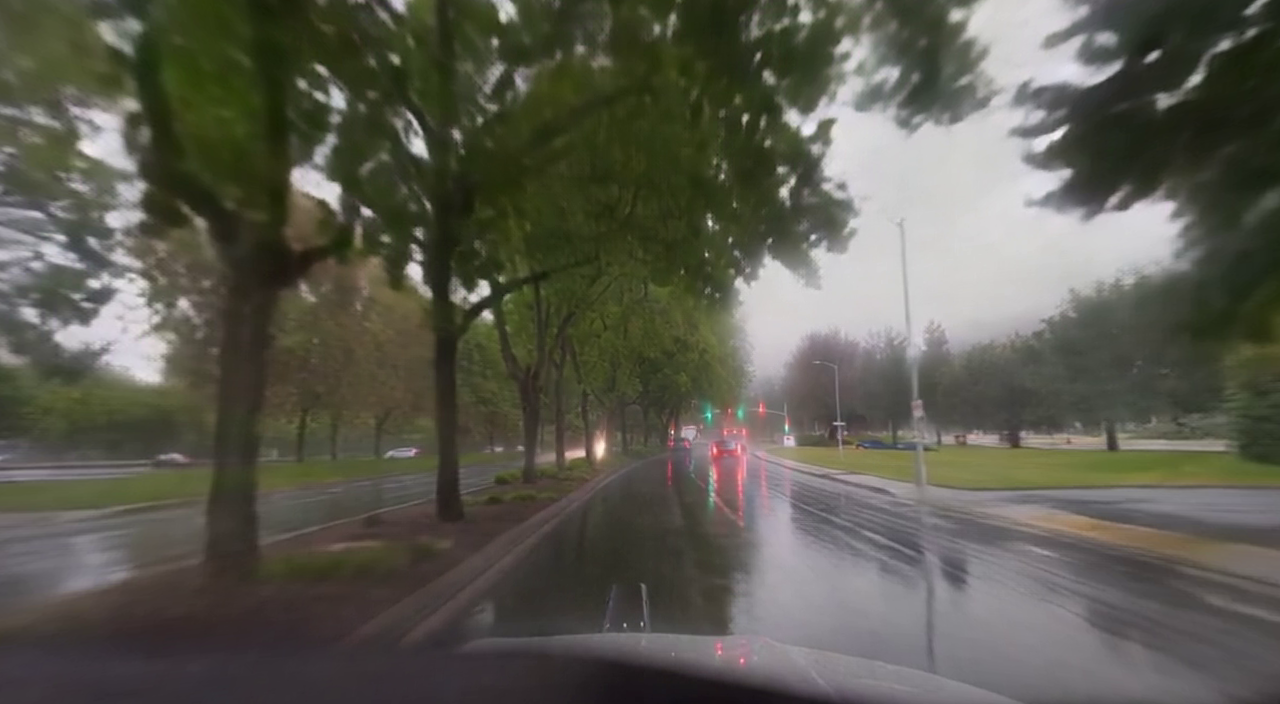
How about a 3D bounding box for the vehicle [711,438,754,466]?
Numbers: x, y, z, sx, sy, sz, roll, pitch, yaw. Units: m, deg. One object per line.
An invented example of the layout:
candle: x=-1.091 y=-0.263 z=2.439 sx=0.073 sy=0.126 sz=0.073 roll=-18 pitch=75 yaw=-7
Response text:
vehicle: x=5.291 y=5.788 z=36.506 sx=1.989 sy=1.497 sz=4.436 roll=-1 pitch=-9 yaw=3
